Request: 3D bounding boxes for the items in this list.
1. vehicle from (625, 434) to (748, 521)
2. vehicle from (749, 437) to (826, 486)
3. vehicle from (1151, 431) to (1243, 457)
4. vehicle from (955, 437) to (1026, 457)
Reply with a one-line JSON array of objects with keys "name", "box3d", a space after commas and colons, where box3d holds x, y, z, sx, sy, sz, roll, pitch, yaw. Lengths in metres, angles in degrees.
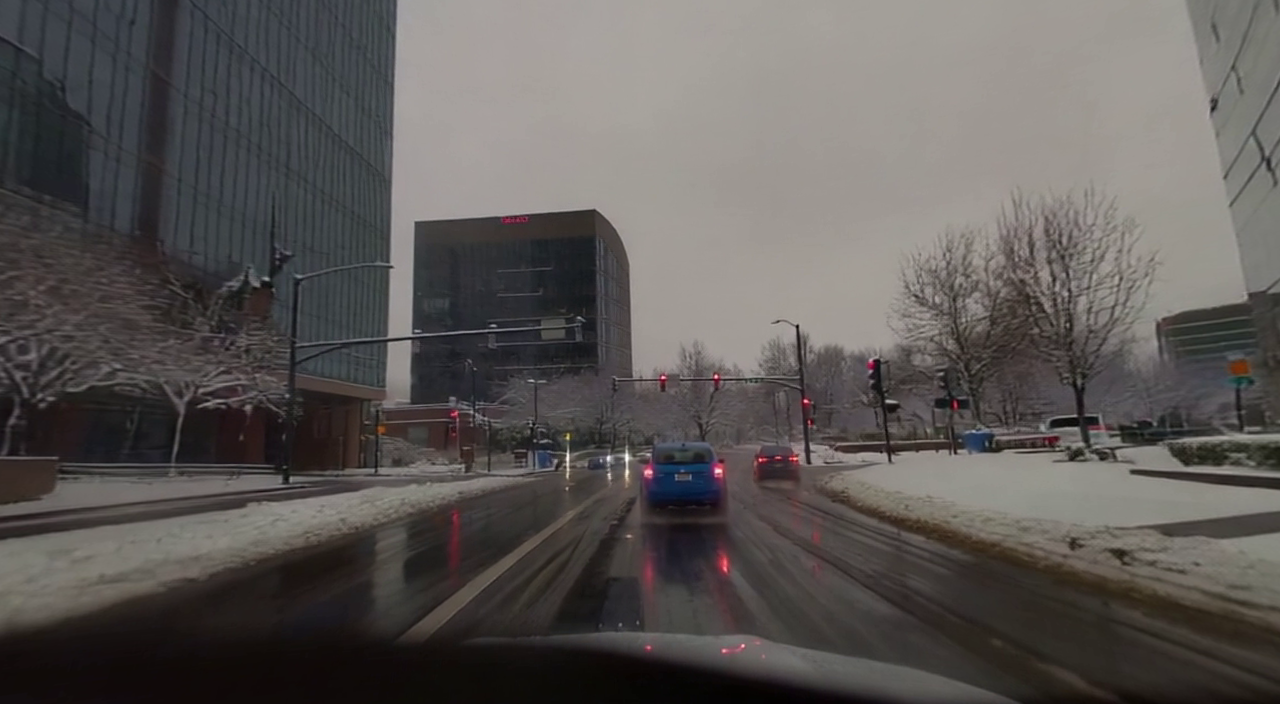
[{"name": "vehicle", "box3d": [0.885, 2.513, 13.069, 2.127, 1.497, 4.020, -1, -9, 2]}, {"name": "vehicle", "box3d": [4.905, 3.710, 21.506, 1.916, 1.492, 3.911, -1, -9, 4]}, {"name": "vehicle", "box3d": [38.004, 6.343, 43.070, 4.274, 1.503, 1.755, -4, -10, 8]}, {"name": "vehicle", "box3d": [26.066, 7.088, 46.929, 4.154, 1.475, 1.862, -2, -9, 9]}]
